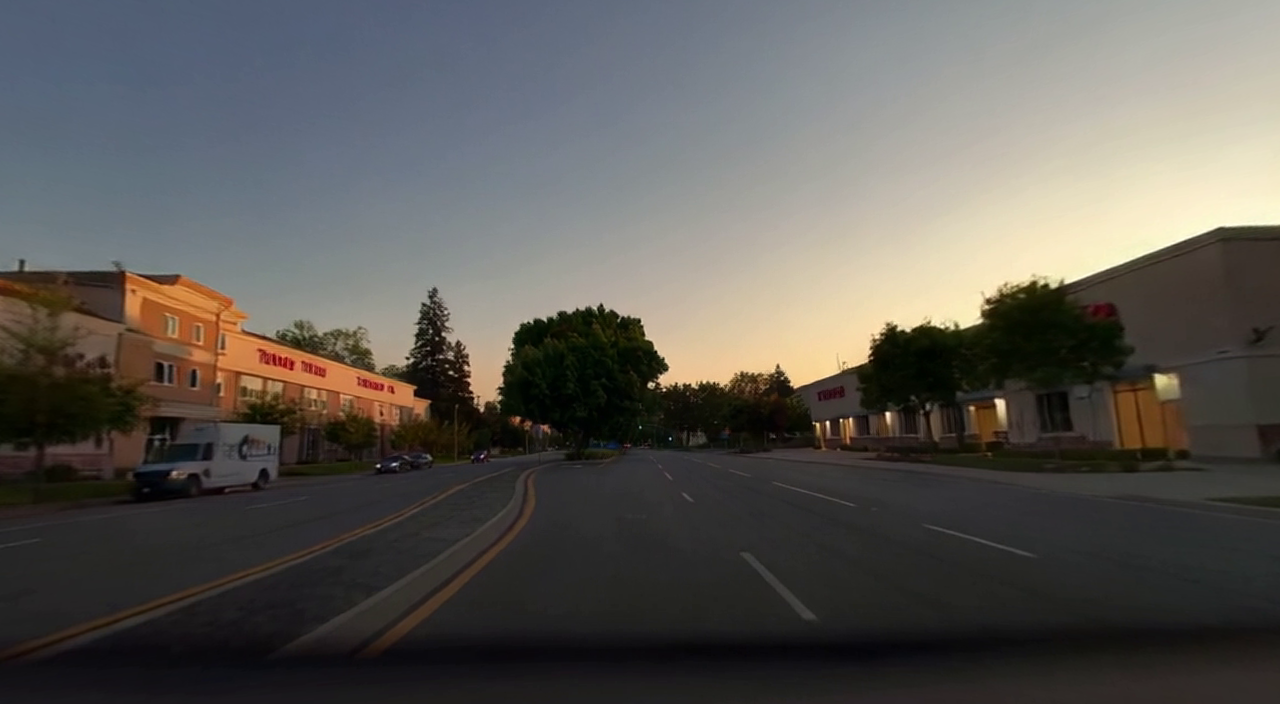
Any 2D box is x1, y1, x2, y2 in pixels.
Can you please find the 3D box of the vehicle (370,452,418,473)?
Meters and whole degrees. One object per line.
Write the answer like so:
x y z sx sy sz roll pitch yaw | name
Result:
-19.249 8.654 49.680 1.925 1.485 4.821 0 -9 -1 | vehicle

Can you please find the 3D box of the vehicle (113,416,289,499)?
-19.322 4.684 28.473 2.834 3.225 6.752 -1 -8 2 | vehicle
